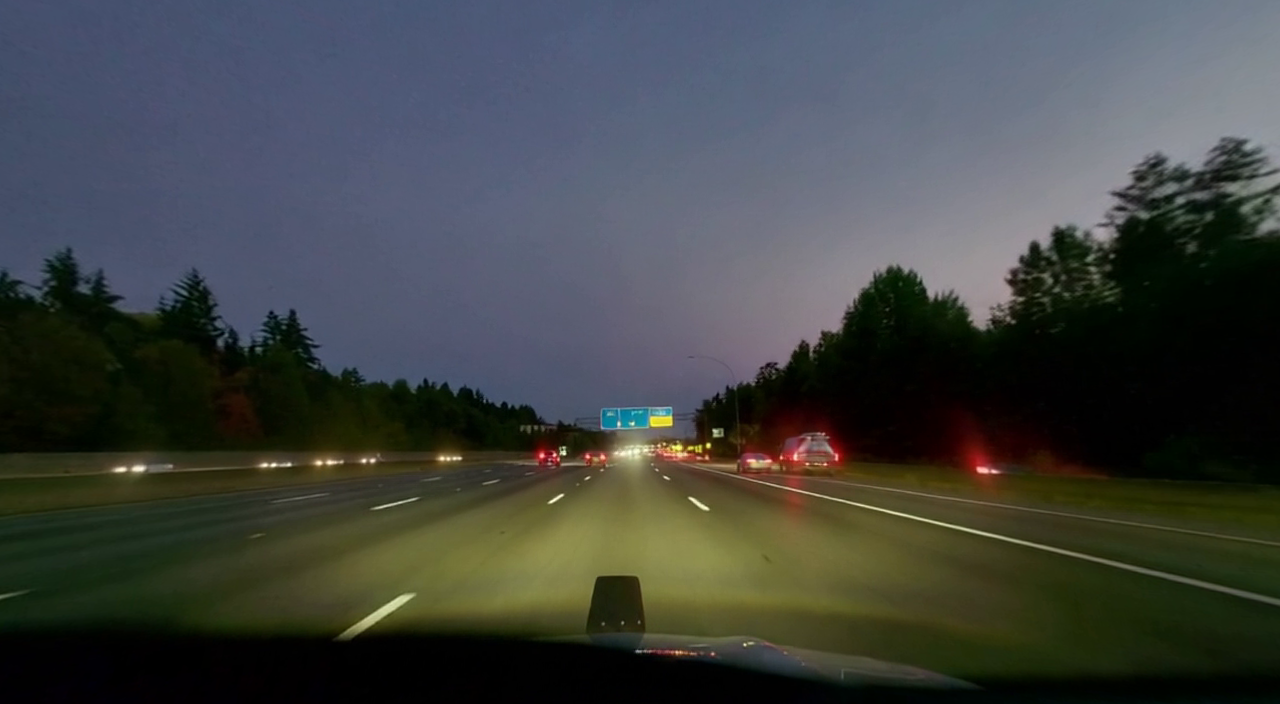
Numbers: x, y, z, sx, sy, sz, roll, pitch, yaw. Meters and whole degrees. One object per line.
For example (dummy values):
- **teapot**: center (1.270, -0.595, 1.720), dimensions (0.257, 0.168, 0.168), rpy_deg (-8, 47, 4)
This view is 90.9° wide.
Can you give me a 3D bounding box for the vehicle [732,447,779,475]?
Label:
- **vehicle**: center (7.118, 6.783, 39.389), dimensions (1.989, 1.591, 4.348), rpy_deg (0, -9, -2)
